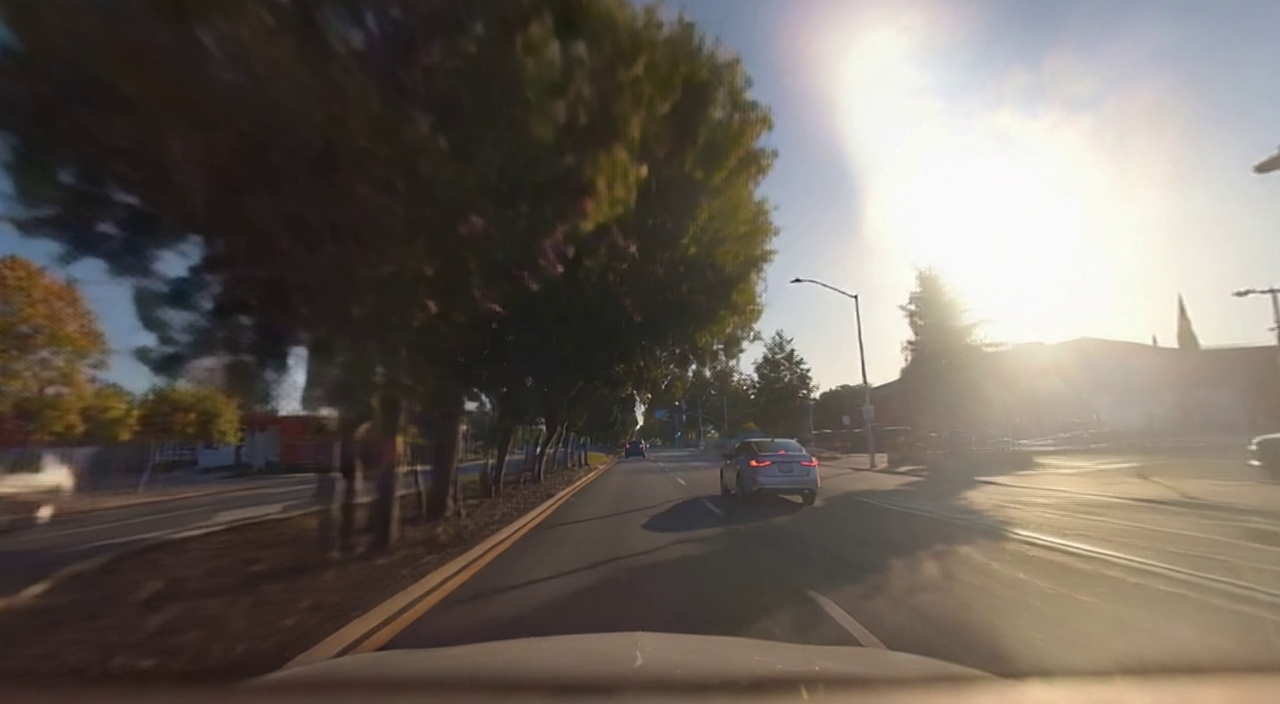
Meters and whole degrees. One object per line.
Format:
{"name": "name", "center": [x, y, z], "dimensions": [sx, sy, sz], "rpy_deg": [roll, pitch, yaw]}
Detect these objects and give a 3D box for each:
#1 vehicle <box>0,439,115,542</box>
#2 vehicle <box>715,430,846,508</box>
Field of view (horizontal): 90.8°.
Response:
{"name": "vehicle", "center": [-12.411, 2.483, 11.318], "dimensions": [2.063, 1.812, 4.502], "rpy_deg": [0, -8, 0]}
{"name": "vehicle", "center": [3.239, 2.789, 15.664], "dimensions": [1.995, 1.616, 4.729], "rpy_deg": [0, -8, -2]}
